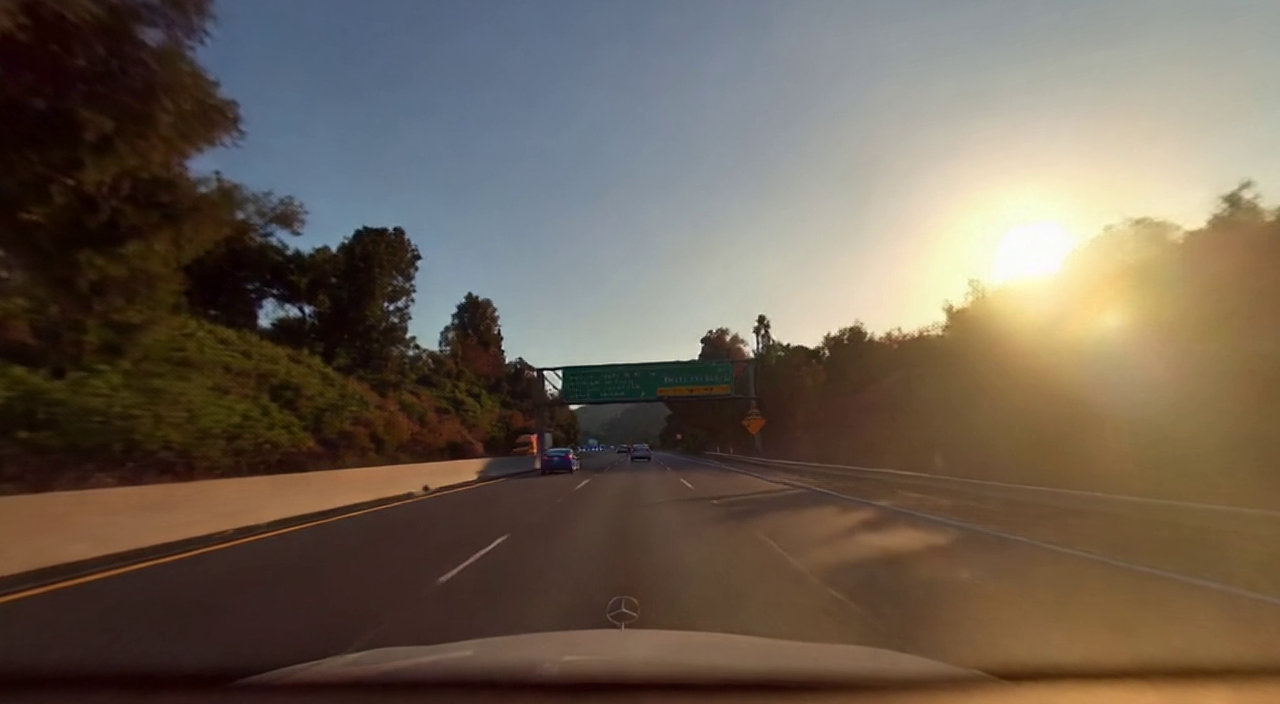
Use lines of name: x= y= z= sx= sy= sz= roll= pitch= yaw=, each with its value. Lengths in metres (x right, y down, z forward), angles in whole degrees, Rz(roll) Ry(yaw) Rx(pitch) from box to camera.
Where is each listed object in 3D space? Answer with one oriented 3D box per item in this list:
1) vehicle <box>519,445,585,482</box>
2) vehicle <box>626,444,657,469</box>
vehicle: x=-3.734 y=4.838 z=27.649 sx=2.157 sy=1.483 sz=4.601 roll=0 pitch=-9 yaw=1
vehicle: x=0.075 y=6.940 z=41.996 sx=2.011 sy=1.590 sz=3.607 roll=0 pitch=-9 yaw=0
